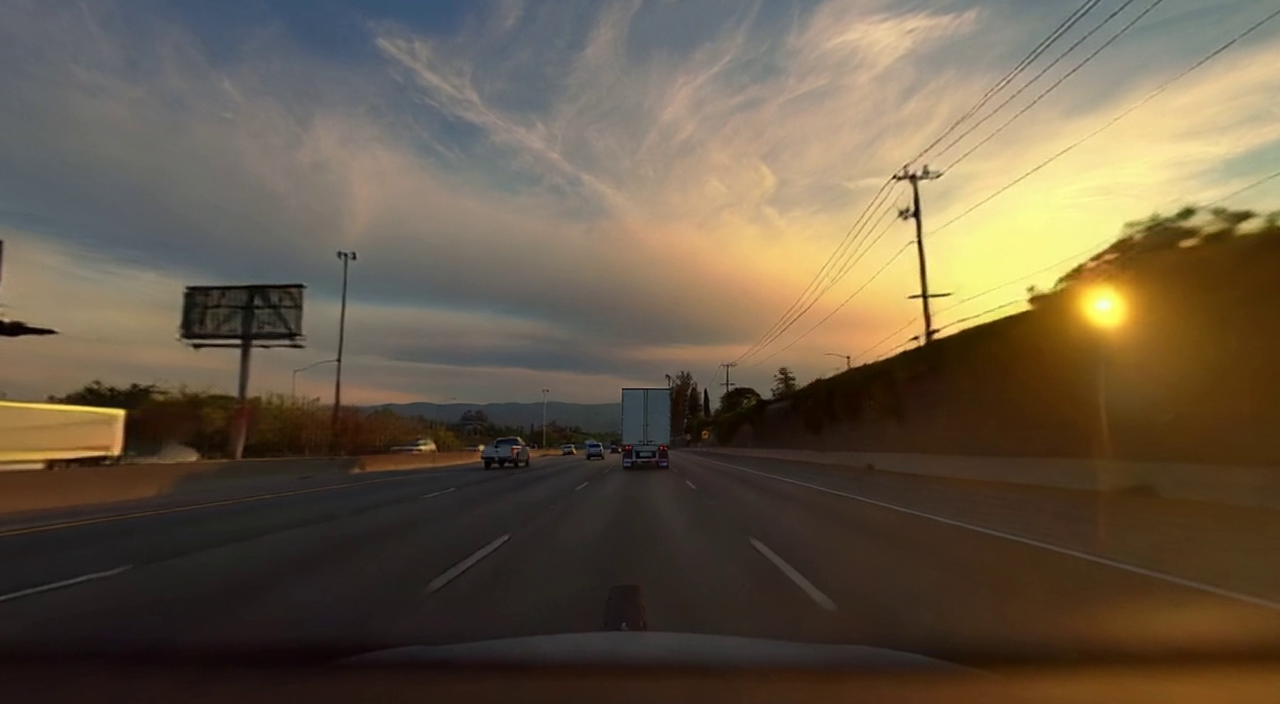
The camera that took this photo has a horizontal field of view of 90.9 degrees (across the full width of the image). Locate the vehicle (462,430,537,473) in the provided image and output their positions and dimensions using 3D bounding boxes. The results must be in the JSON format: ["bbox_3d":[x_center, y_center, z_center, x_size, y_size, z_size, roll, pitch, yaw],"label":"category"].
[{"bbox_3d":[-6.871,4.939,31.603,2.263,1.936,5.802,0,-8,1],"label":"vehicle"}]

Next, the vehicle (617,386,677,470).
[{"bbox_3d":[0.580,4.482,35.994,2.879,4.027,11.243,-1,-8,2],"label":"vehicle"}]

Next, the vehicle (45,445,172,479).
[{"bbox_3d":[-25.387,5.228,30.377,1.898,1.513,4.775,0,-8,1],"label":"vehicle"}]
